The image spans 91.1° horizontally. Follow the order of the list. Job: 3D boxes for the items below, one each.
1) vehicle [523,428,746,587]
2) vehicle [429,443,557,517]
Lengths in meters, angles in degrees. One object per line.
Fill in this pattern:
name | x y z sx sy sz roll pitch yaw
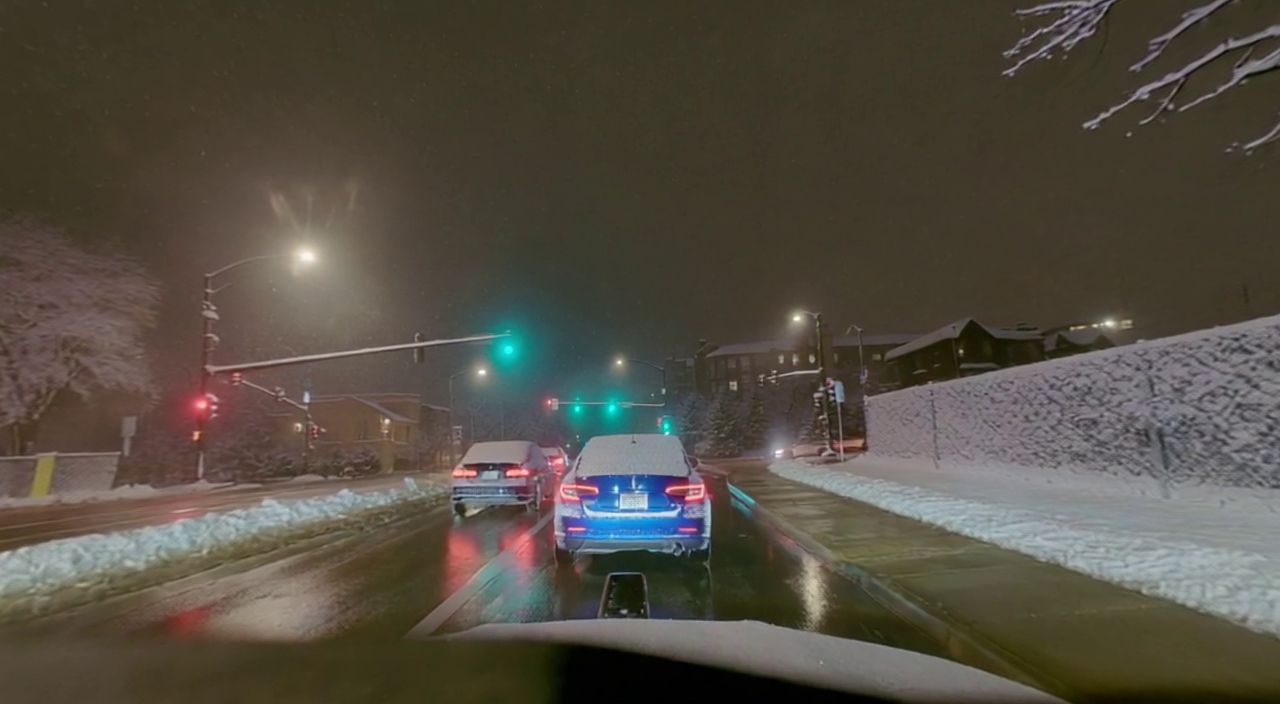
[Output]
vehicle | -0.080 1.808 8.157 2.144 1.514 4.063 0 -9 -1
vehicle | -3.272 2.946 15.046 1.971 1.488 4.581 0 -9 0
